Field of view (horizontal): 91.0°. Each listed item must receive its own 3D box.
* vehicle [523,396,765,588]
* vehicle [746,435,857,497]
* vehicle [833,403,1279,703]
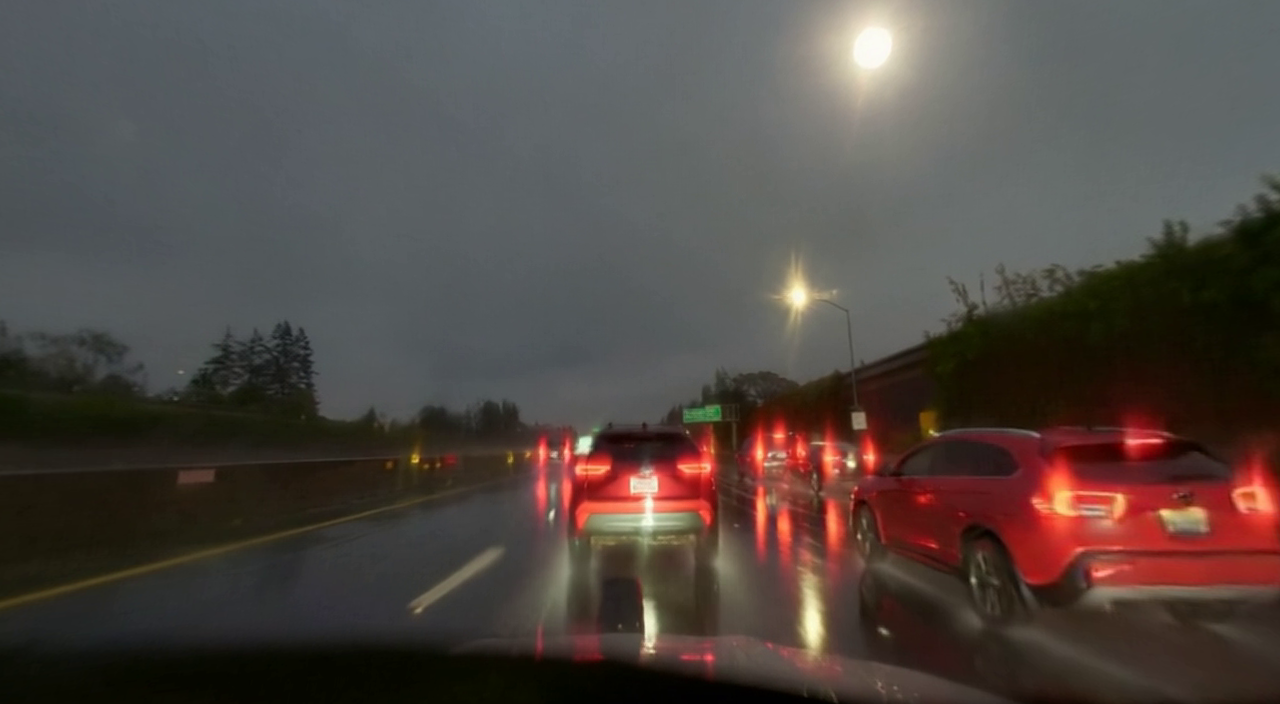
[{"bbox_3d":[-0.064,1.598,7.878,2.230,1.740,3.976,1,-9,-3],"label":"vehicle"},{"bbox_3d":[4.796,3.461,19.442,1.972,1.647,4.429,1,-9,-4],"label":"vehicle"},{"bbox_3d":[3.439,1.392,5.573,2.028,1.534,4.691,0,-9,1],"label":"vehicle"}]
